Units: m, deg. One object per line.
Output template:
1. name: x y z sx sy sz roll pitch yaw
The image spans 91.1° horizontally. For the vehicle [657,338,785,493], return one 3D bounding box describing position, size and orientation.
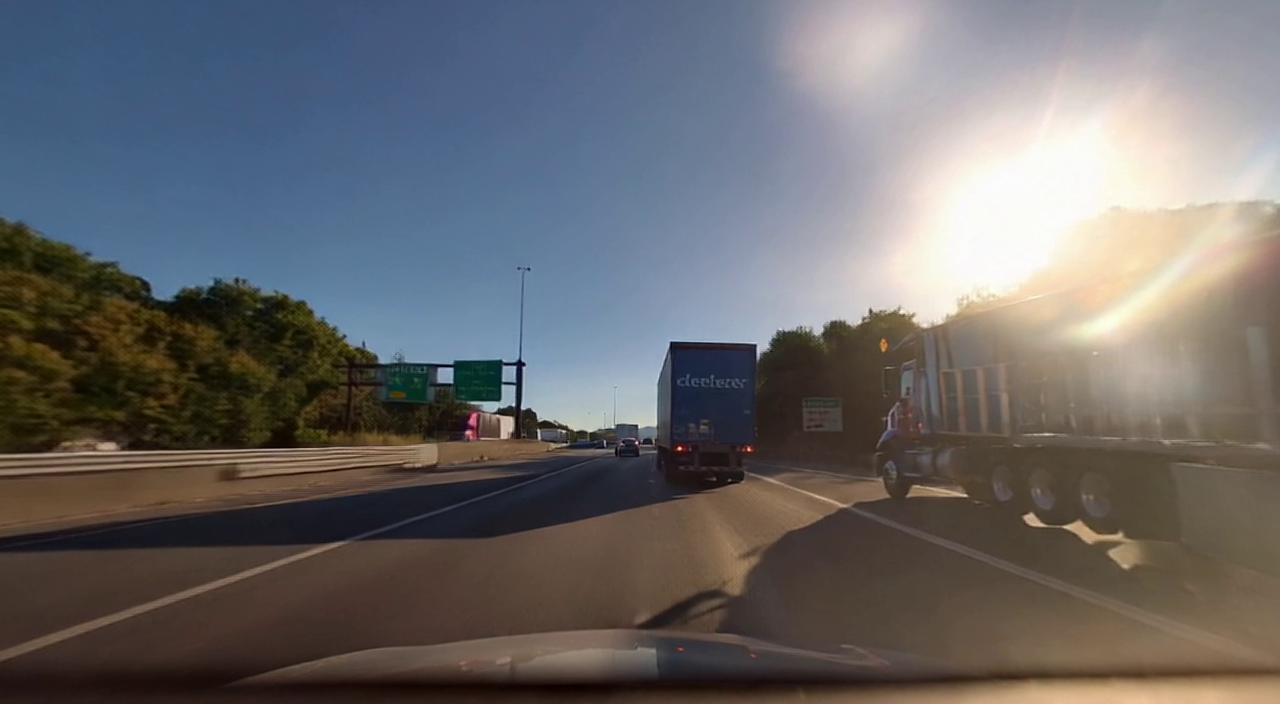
1. vehicle: 2.131 2.227 20.709 2.920 3.860 10.035 0 -8 0
